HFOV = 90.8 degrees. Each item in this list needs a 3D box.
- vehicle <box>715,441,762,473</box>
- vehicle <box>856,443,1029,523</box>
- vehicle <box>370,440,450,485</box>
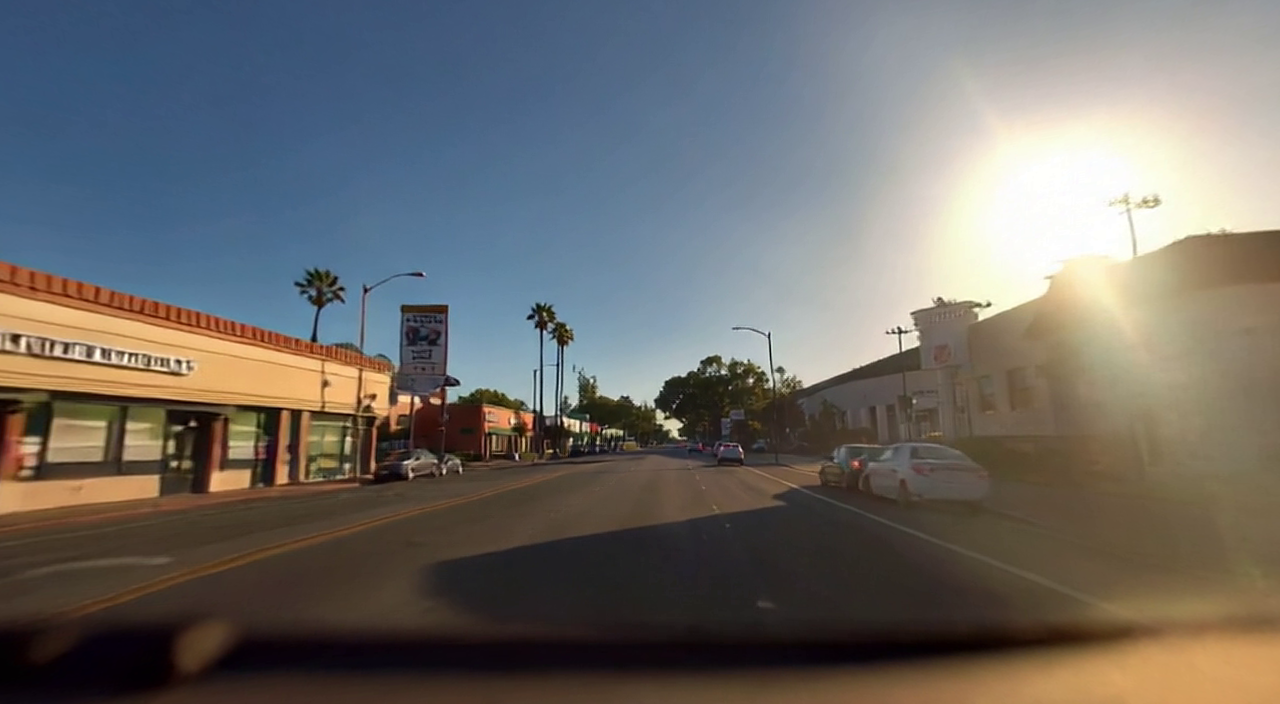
[{"bbox_3d":[4.932,5.309,32.210,2.067,1.477,4.653,-1,-8,6],"label":"vehicle"},{"bbox_3d":[6.587,2.847,14.392,1.834,1.504,4.331,0,-8,1],"label":"vehicle"},{"bbox_3d":[-11.441,5.487,31.915,1.949,2.026,5.141,1,-8,2],"label":"vehicle"}]
